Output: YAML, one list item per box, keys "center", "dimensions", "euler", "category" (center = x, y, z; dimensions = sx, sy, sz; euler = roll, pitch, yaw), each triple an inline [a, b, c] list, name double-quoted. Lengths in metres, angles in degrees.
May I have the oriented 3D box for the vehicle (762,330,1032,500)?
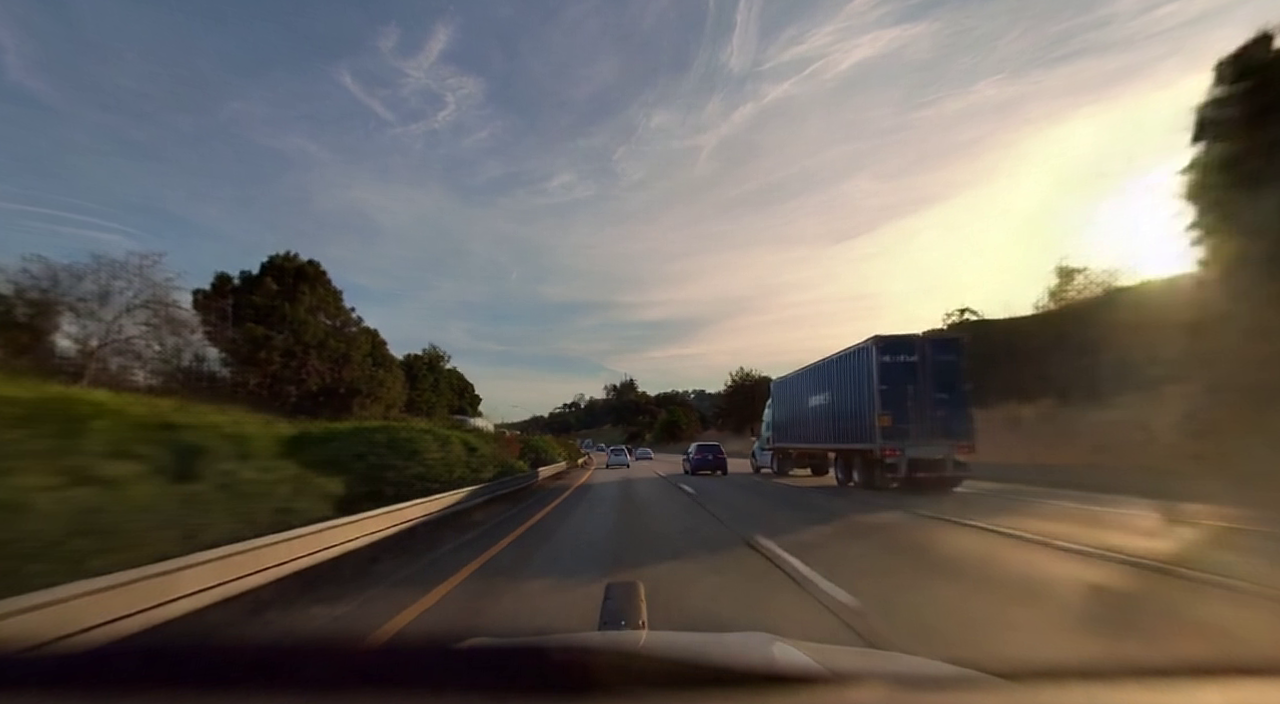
- center: [7.414, 2.548, 21.966]
  dimensions: [2.965, 3.990, 14.227]
  euler: [0, -9, -2]
  category: "vehicle"

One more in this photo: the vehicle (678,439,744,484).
- center: [2.717, 4.327, 25.138]
  dimensions: [2.013, 1.623, 3.916]
  euler: [0, -9, -2]
  category: "vehicle"

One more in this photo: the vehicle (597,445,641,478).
- center: [-1.049, 5.434, 31.546]
  dimensions: [2.050, 1.534, 3.771]
  euler: [0, -9, -2]
  category: "vehicle"
